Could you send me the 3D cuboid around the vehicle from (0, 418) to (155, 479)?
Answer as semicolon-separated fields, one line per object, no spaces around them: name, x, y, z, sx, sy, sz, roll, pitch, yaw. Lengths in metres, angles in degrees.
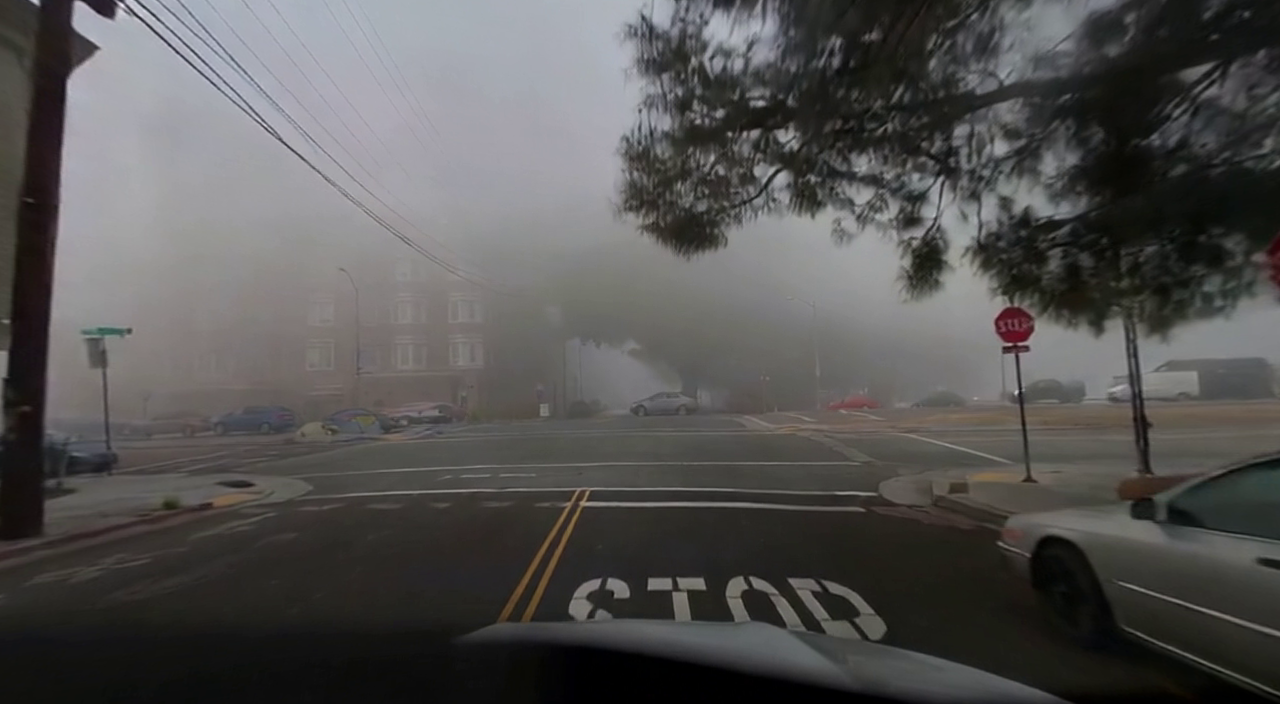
vehicle;-16.935;2.757;18.069;4.525;1.596;2.085;-1;-8;8

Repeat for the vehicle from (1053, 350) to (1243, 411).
vehicle;35.162;2.011;43.865;10.986;3.604;2.707;-3;-6;-3

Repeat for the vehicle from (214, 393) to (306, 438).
vehicle;-20.293;3.451;33.785;3.506;2.261;2.158;-1;-8;8

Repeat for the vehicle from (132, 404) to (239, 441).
vehicle;-24.816;3.878;34.474;4.696;1.801;1.948;-3;-7;10

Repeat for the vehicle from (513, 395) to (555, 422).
vehicle;-6.774;3.698;40.827;2.156;1.620;4.945;2;-6;-4

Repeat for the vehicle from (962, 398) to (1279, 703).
vehicle;3.499;0.934;2.478;2.025;1.492;4.291;0;-8;-3

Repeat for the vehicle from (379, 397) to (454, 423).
vehicle;-15.744;4.161;44.592;2.010;1.583;4.582;-6;-10;36

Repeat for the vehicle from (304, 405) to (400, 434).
vehicle;-15.108;3.567;33.143;4.233;1.432;1.755;-1;-8;9
